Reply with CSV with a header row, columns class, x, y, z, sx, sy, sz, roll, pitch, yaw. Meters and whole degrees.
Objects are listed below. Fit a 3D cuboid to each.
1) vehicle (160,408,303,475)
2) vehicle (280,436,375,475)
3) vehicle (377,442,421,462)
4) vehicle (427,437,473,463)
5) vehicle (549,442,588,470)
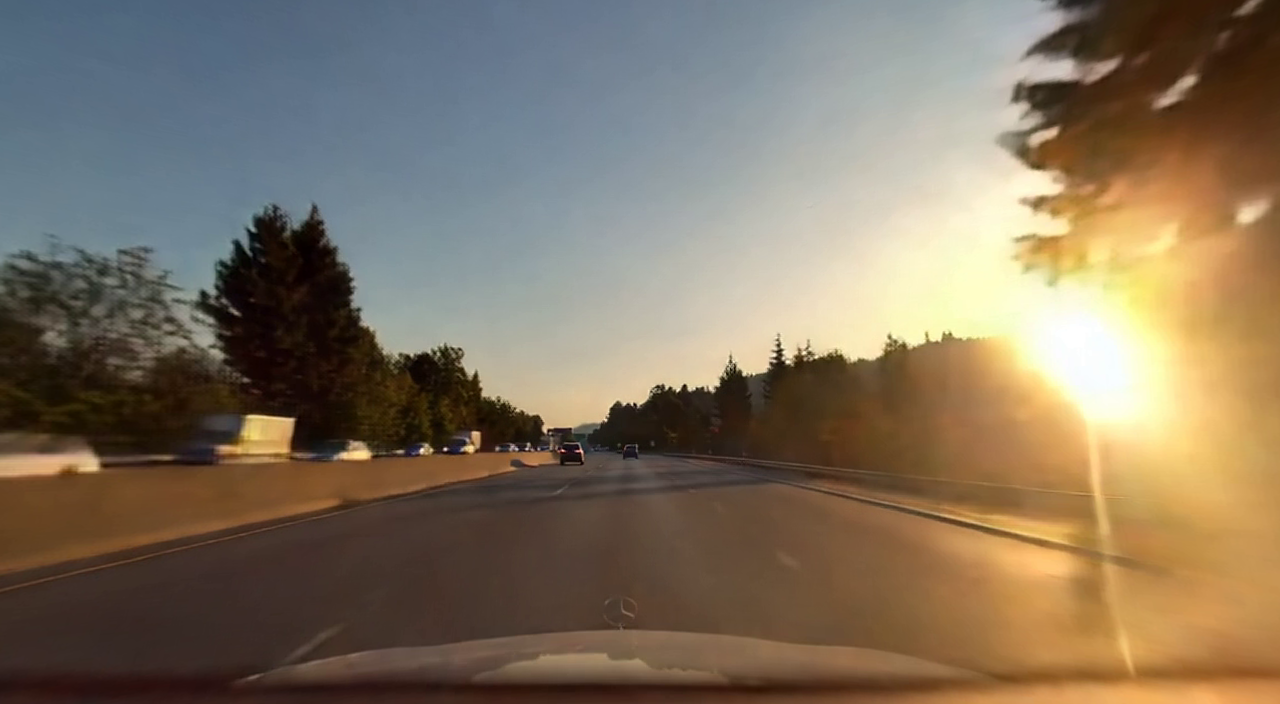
class,x,y,z,sx,sy,sz,roll,pitch,yaw
vehicle,-17.632,3.962,27.595,2.363,2.579,5.795,0,-9,-1
vehicle,-12.775,4.263,25.929,1.862,1.487,4.033,0,-9,0
vehicle,-19.015,7.932,49.644,1.907,1.516,4.127,0,-9,-1
vehicle,-13.682,7.101,45.356,1.956,1.714,4.432,0,-9,-1
vehicle,-4.562,6.715,40.705,2.098,1.692,4.038,0,-9,-1
